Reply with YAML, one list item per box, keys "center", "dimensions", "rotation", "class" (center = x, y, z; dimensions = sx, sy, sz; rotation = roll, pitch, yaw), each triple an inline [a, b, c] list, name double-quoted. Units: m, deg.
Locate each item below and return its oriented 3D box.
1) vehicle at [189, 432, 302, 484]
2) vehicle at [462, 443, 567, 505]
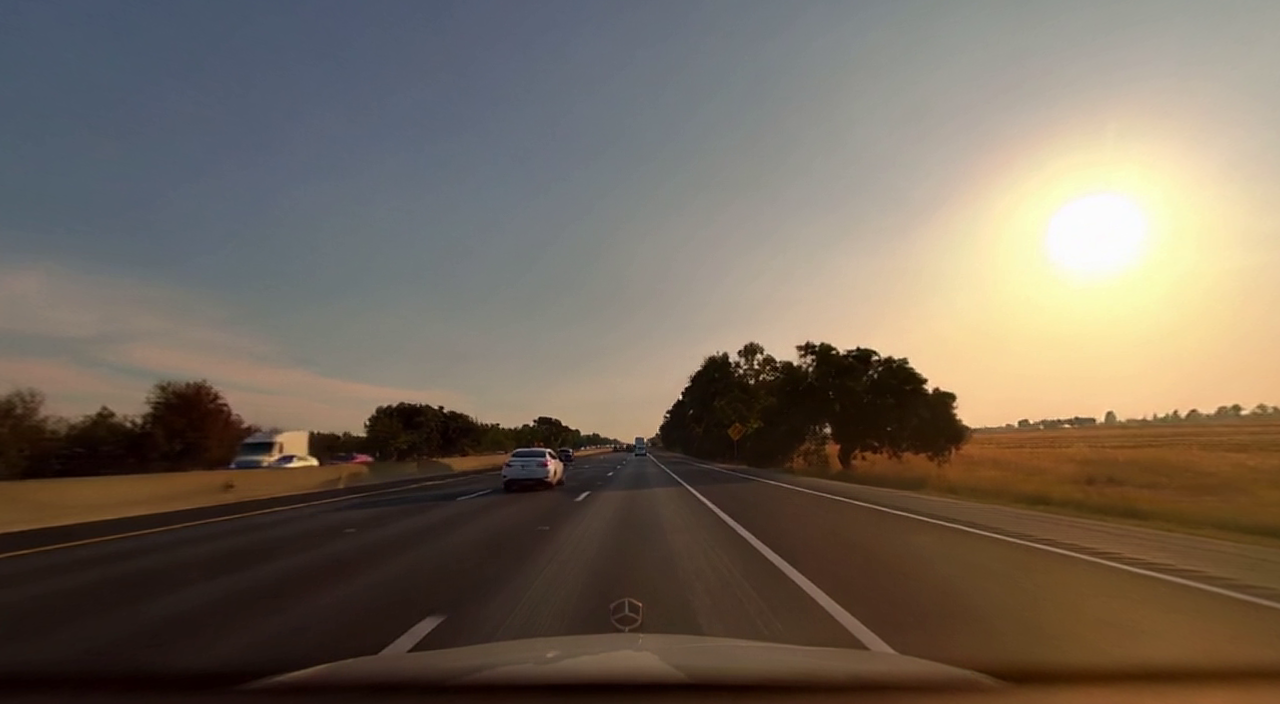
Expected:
- center: [-20.440, 5.530, 33.122]
  dimensions: [2.259, 2.455, 5.747]
  rotation: [0, -9, -2]
  class: "vehicle"
- center: [-3.587, 3.591, 18.954]
  dimensions: [2.139, 1.607, 4.378]
  rotation: [0, -9, 1]
  class: "vehicle"
